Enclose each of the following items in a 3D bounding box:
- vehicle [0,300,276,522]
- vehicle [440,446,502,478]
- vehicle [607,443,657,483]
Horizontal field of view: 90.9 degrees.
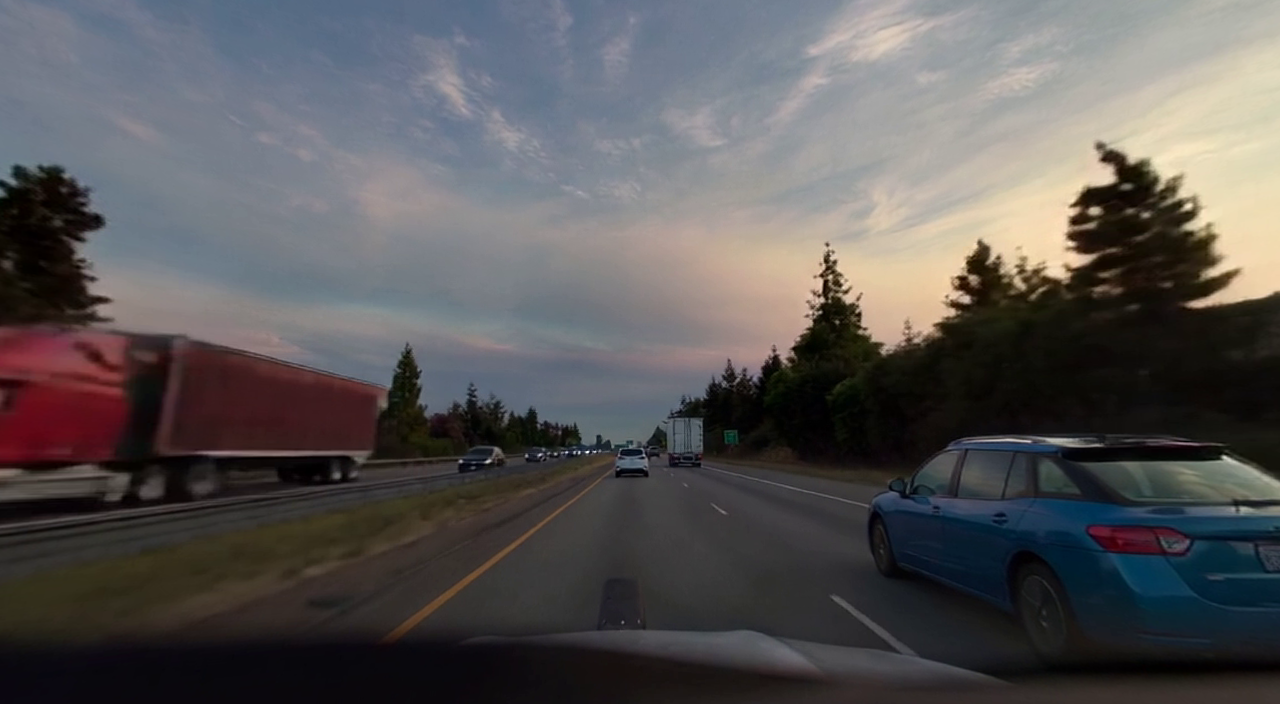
[{"bbox_3d":[-12.991,1.671,15.516,3.019,4.044,8.230,0,-9,0],"label":"vehicle"},{"bbox_3d":[-8.868,5.804,33.434,1.961,1.521,4.766,0,-9,0],"label":"vehicle"},{"bbox_3d":[-0.393,5.178,29.625,2.190,1.706,4.062,0,-9,-1],"label":"vehicle"}]
